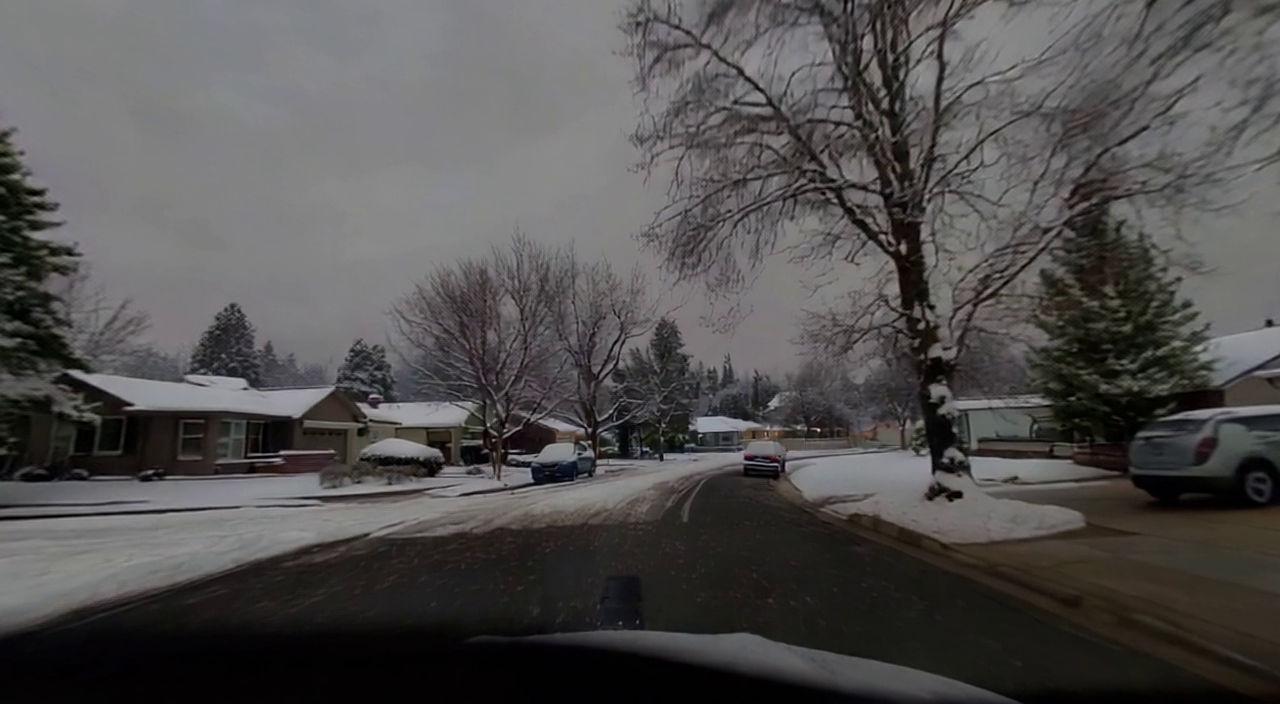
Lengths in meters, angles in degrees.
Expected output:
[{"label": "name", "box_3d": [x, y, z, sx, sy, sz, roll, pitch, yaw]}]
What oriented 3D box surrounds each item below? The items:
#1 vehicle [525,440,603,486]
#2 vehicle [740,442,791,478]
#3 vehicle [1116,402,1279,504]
[{"label": "vehicle", "box_3d": [-3.294, 4.893, 28.193, 2.041, 1.762, 4.508, -4, -8, 12]}, {"label": "vehicle", "box_3d": [6.508, 5.471, 32.351, 2.075, 1.657, 4.648, -3, -9, 16]}, {"label": "vehicle", "box_3d": [11.976, 1.844, 11.679, 4.781, 1.700, 1.914, 0, -9, -2]}]
